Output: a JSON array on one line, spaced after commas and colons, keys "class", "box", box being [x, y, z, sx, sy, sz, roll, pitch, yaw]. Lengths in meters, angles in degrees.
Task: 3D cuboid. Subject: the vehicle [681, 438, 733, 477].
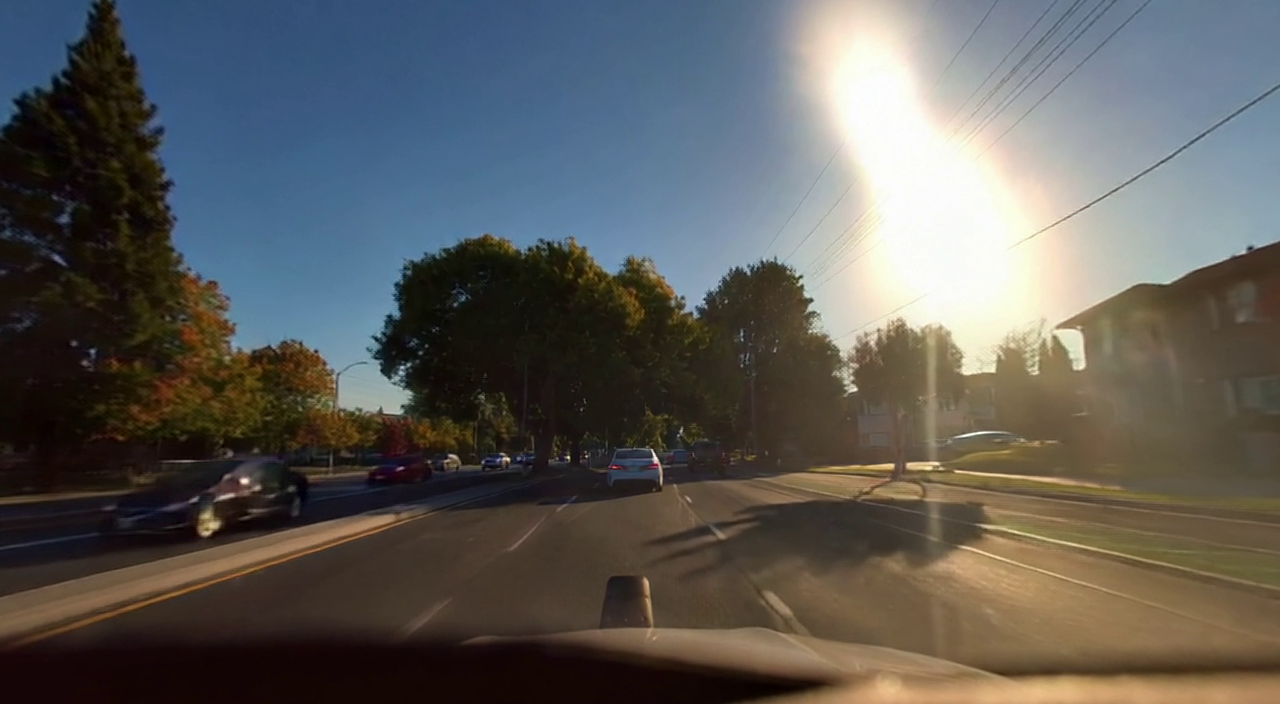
[{"class": "vehicle", "box": [3.281, 5.273, 31.743, 2.073, 1.822, 4.276, 0, -8, 0]}]

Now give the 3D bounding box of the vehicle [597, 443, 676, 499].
[{"class": "vehicle", "box": [-0.106, 3.525, 19.114, 2.140, 1.474, 4.026, 0, -8, 0]}]

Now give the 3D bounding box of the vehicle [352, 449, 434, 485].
[{"class": "vehicle", "box": [-11.422, 5.340, 29.508, 1.917, 1.488, 4.611, 0, -8, 1]}]

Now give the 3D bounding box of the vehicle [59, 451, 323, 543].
[{"class": "vehicle", "box": [-8.688, 2.802, 12.877, 2.035, 1.463, 4.527, 0, -8, 0]}]

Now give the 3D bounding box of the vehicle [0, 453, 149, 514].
[{"class": "vehicle", "box": [-18.622, 4.108, 20.230, 1.906, 1.655, 4.691, 0, -8, 1]}]
